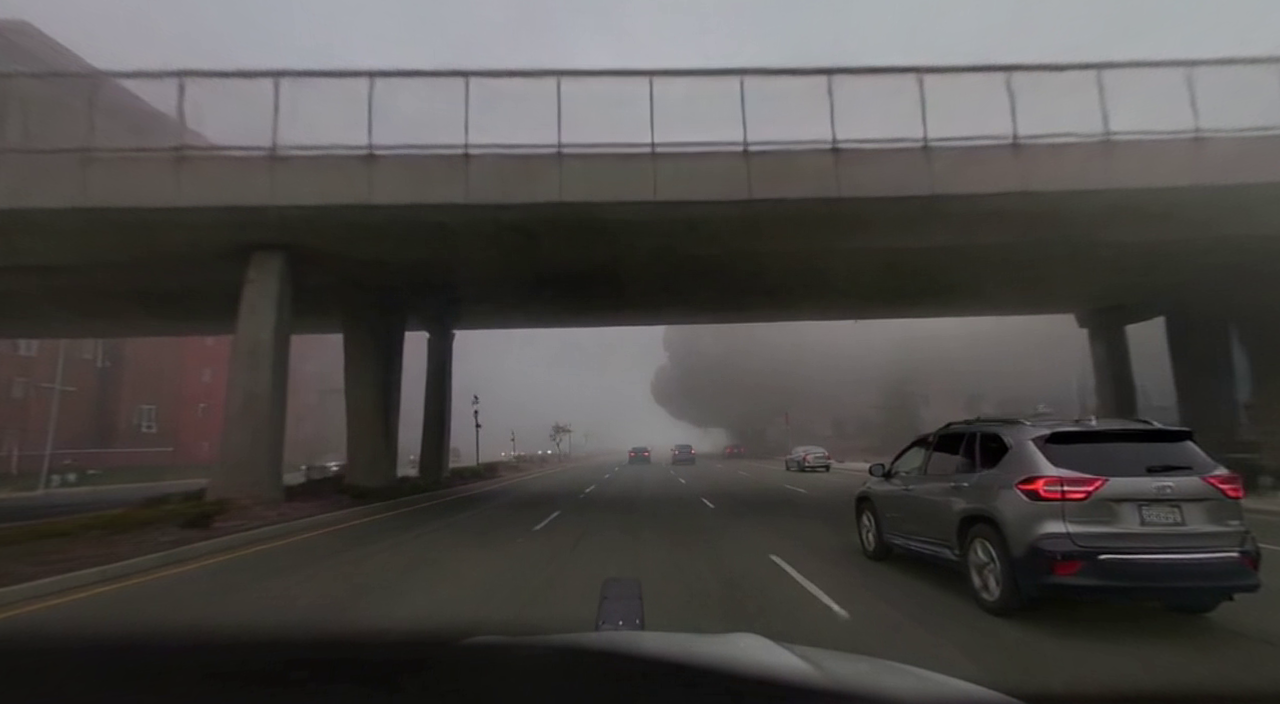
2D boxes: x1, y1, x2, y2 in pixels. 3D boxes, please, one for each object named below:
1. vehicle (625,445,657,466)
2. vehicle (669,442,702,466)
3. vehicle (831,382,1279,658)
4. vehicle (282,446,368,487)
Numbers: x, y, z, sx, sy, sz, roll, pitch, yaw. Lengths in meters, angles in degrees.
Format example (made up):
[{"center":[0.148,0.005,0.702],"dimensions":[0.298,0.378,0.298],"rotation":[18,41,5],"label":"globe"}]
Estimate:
[{"center":[0.060,7.572,46.470],"dimensions":[2.173,1.498,4.528],"rotation":[0,-8,0],"label":"vehicle"},{"center":[3.442,7.771,48.220],"dimensions":[2.165,1.708,3.928],"rotation":[0,-8,-1],"label":"vehicle"},{"center":[3.714,1.407,6.408],"dimensions":[2.130,1.741,4.665],"rotation":[0,-8,1],"label":"vehicle"},{"center":[-14.172,5.141,28.665],"dimensions":[1.812,1.511,4.123],"rotation":[-2,-7,0],"label":"vehicle"}]
